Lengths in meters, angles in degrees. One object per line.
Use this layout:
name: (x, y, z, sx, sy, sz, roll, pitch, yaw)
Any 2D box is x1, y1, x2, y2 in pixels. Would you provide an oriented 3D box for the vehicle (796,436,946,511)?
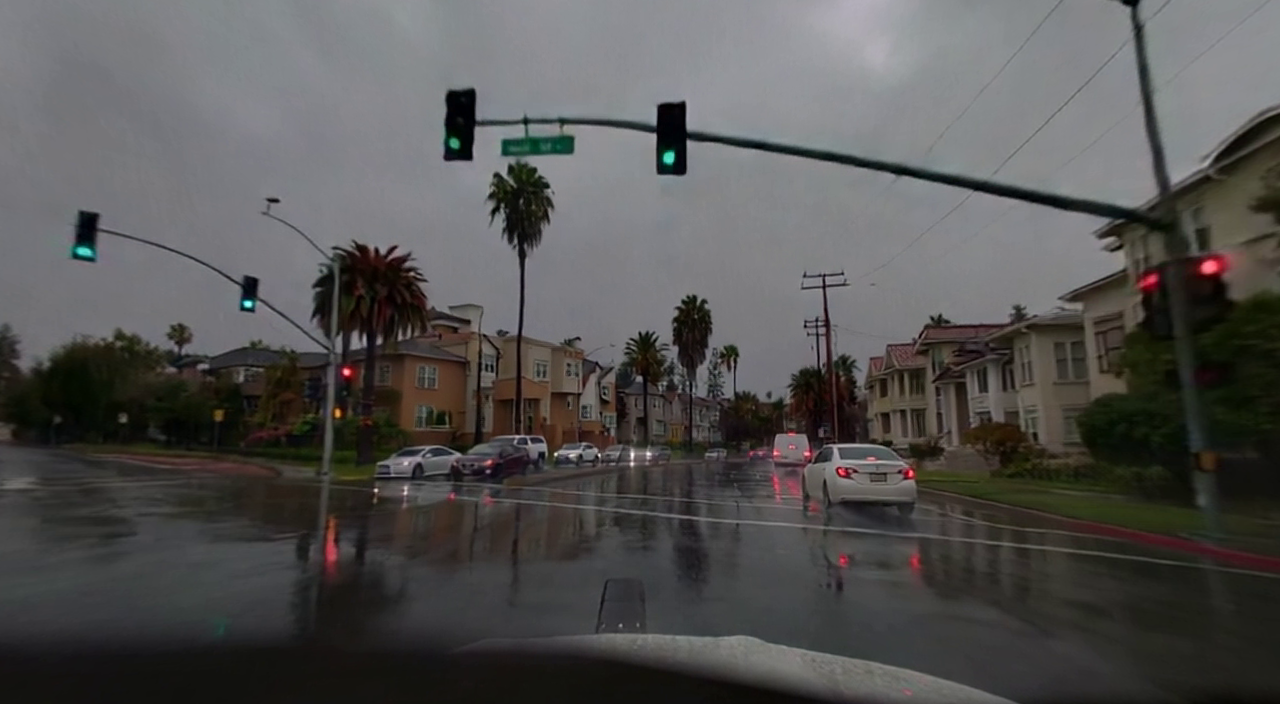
vehicle: (5.426, 2.901, 15.590, 2.096, 1.552, 4.519, 0, -9, 2)

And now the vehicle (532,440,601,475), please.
vehicle: (-3.467, 5.074, 30.697, 1.852, 1.498, 4.238, -5, -9, 15)

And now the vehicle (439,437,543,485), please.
vehicle: (-5.525, 4.081, 24.156, 1.959, 1.515, 4.668, -2, -7, 13)

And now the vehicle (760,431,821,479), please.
vehicle: (6.832, 4.724, 29.173, 2.109, 2.002, 4.424, -1, -9, 5)

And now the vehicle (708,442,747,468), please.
vehicle: (5.712, 6.615, 40.868, 1.923, 1.576, 4.026, -2, -9, 16)

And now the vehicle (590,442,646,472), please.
vehicle: (-1.314, 6.552, 39.731, 2.081, 1.453, 4.698, -5, -7, 15)

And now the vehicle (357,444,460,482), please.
vehicle: (-9.030, 4.329, 25.005, 1.891, 1.358, 3.828, -2, -9, 15)
